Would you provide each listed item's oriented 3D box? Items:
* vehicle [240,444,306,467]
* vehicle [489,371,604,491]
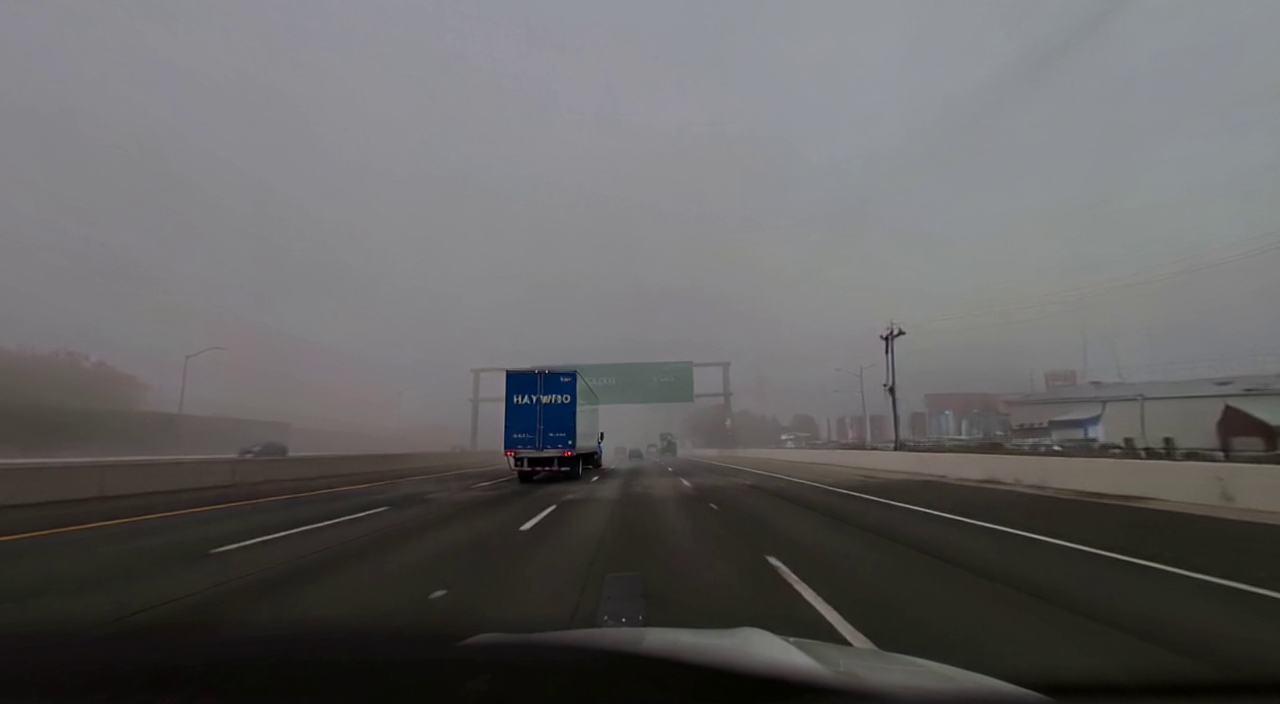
[{"bbox_3d":[-26.637,7.486,45.961,1.926,1.582,4.496,0,-8,2],"label":"vehicle"},{"bbox_3d":[-3.469,3.239,26.239,2.977,4.048,8.890,1,-7,2],"label":"vehicle"}]
